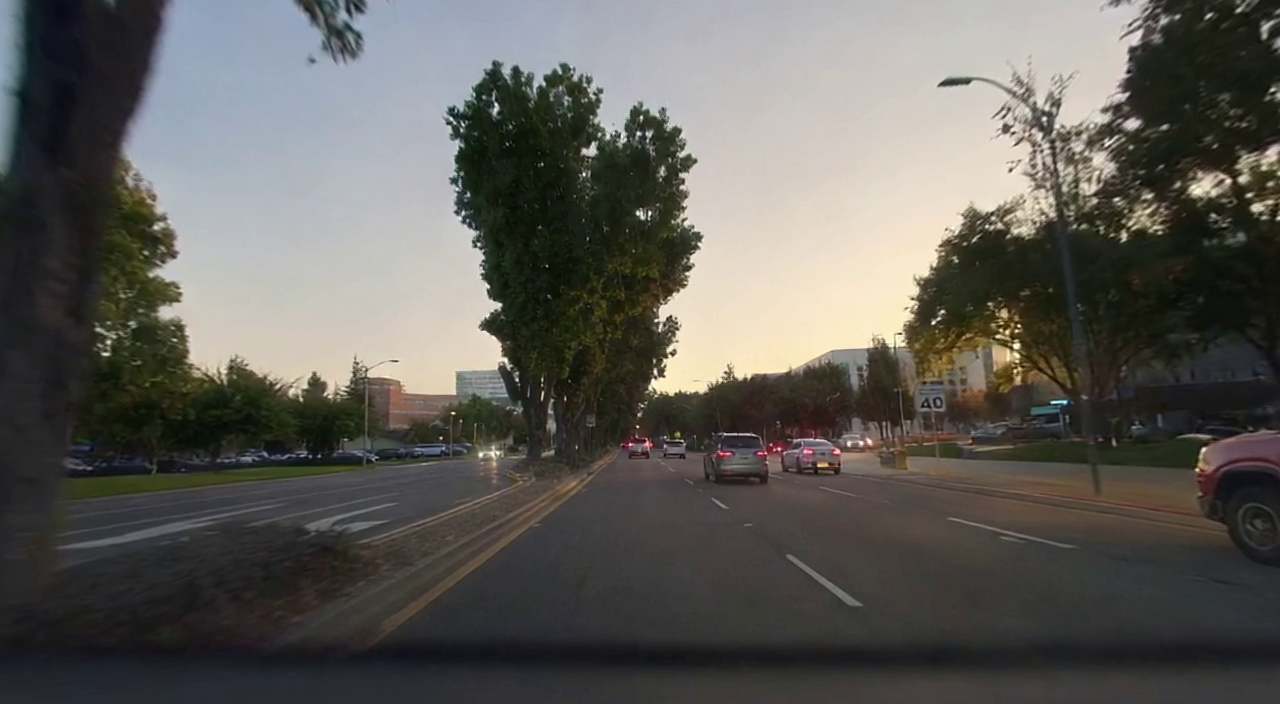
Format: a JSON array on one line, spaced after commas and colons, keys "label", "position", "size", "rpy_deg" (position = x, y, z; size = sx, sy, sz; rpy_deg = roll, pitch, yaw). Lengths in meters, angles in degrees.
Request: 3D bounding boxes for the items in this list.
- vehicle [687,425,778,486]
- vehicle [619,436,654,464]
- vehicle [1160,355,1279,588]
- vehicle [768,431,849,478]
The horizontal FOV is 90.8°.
[{"label": "vehicle", "position": [2.948, 3.444, 21.289], "size": [2.227, 1.794, 4.457], "rpy_deg": [0, -8, -2]}, {"label": "vehicle", "position": [-0.254, 6.252, 40.493], "size": [2.132, 1.693, 3.819], "rpy_deg": [0, -8, -1]}, {"label": "vehicle", "position": [7.209, 0.865, 4.232], "size": [2.429, 2.142, 5.731], "rpy_deg": [0, -8, -1]}, {"label": "vehicle", "position": [6.691, 4.122, 25.574], "size": [2.025, 1.719, 4.161], "rpy_deg": [0, -8, -1]}]
